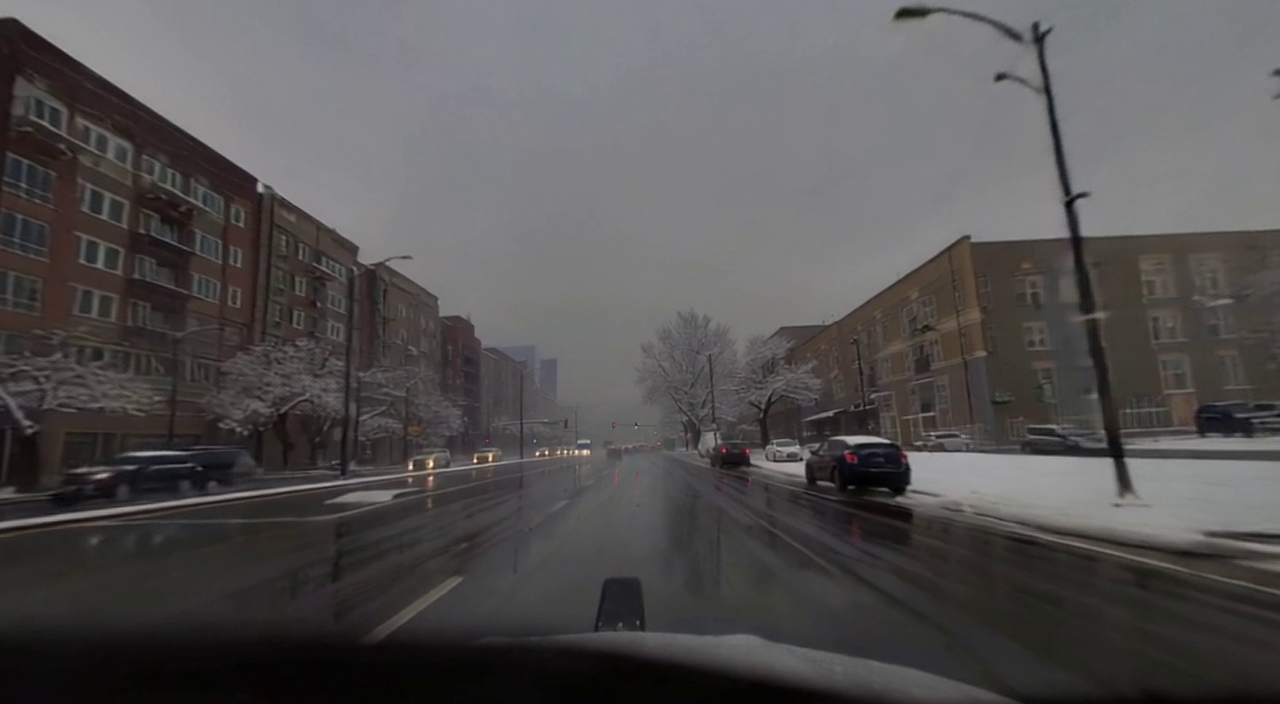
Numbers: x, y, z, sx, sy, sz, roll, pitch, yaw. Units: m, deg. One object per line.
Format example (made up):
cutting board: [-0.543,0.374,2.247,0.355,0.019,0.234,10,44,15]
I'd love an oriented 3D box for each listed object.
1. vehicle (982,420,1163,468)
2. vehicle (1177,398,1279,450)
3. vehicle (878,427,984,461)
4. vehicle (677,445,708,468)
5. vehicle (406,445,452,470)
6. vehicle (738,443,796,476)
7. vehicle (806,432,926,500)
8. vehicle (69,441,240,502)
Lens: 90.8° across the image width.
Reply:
vehicle: [15.144,3.265,22.380,4.830,1.605,1.982,-1,-9,4]
vehicle: [30.587,3.637,31.489,5.204,2.465,2.316,-1,-9,5]
vehicle: [14.914,4.743,32.570,4.527,1.637,1.887,0,-8,-1]
vehicle: [3.751,7.569,46.009,1.878,1.534,4.120,0,-8,0]
vehicle: [-15.662,7.797,47.063,1.888,1.744,4.355,0,-8,1]
vehicle: [6.729,5.712,33.973,2.063,1.631,4.507,0,-8,-1]
vehicle: [6.555,3.337,18.936,2.175,1.770,4.373,-1,-8,3]
vehicle: [-15.122,3.699,20.057,2.014,1.700,4.308,0,-8,-1]
